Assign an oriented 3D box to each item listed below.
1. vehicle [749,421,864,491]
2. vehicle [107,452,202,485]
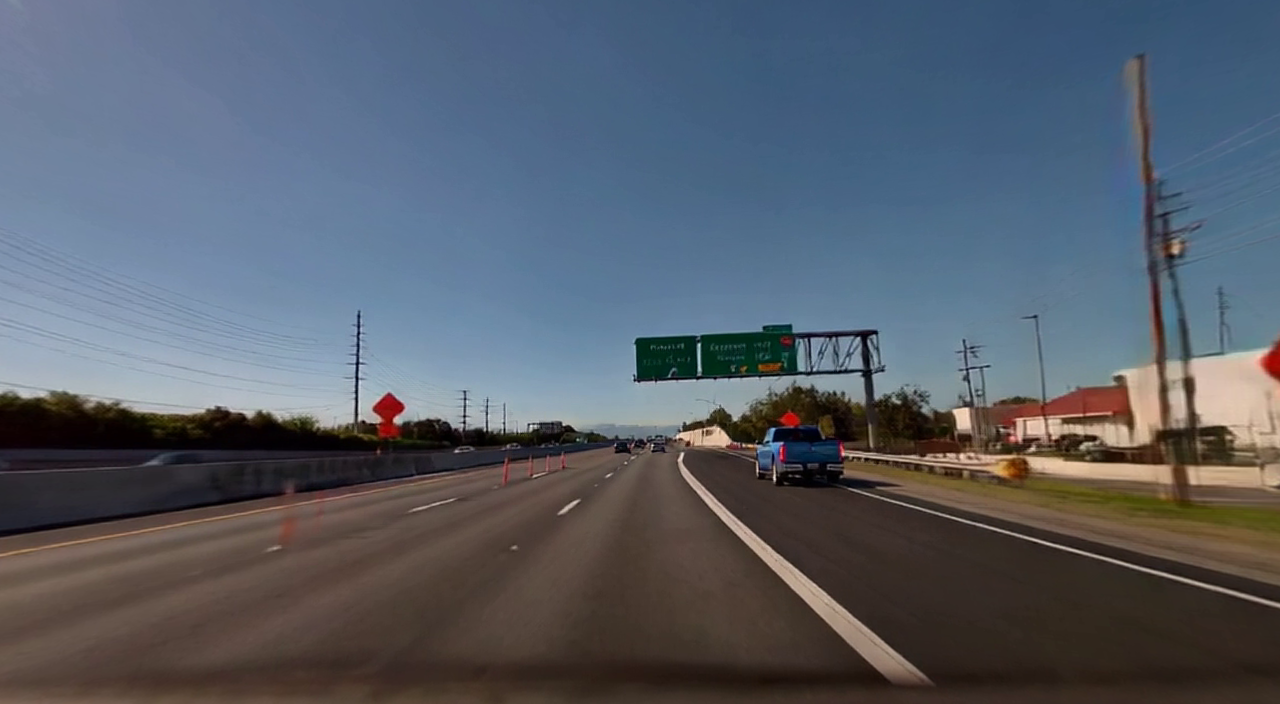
[{"bbox_3d":[4.887,3.146,19.450,2.186,1.840,5.289,0,-8,1],"label":"vehicle"},{"bbox_3d":[-27.182,6.520,35.493,1.868,1.682,4.276,0,-8,1],"label":"vehicle"}]
